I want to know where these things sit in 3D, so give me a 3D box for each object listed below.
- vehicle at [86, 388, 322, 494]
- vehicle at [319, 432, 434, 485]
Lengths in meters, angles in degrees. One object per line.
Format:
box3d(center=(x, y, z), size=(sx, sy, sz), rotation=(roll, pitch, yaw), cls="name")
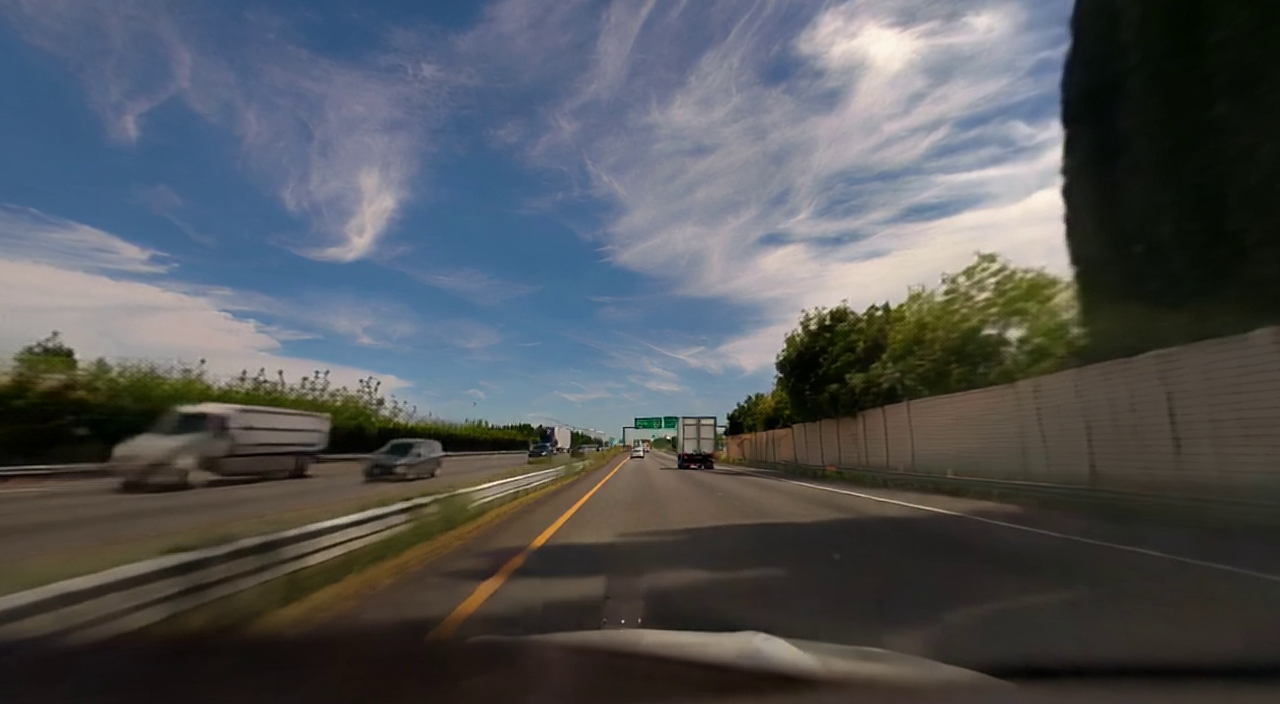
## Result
box3d(center=(-12.388, 2.668, 18.781), size=(2.397, 2.585, 6.311), rotation=(0, -9, 1), cls="vehicle")
box3d(center=(-8.206, 3.361, 20.082), size=(1.864, 1.492, 4.032), rotation=(0, -9, 1), cls="vehicle")
